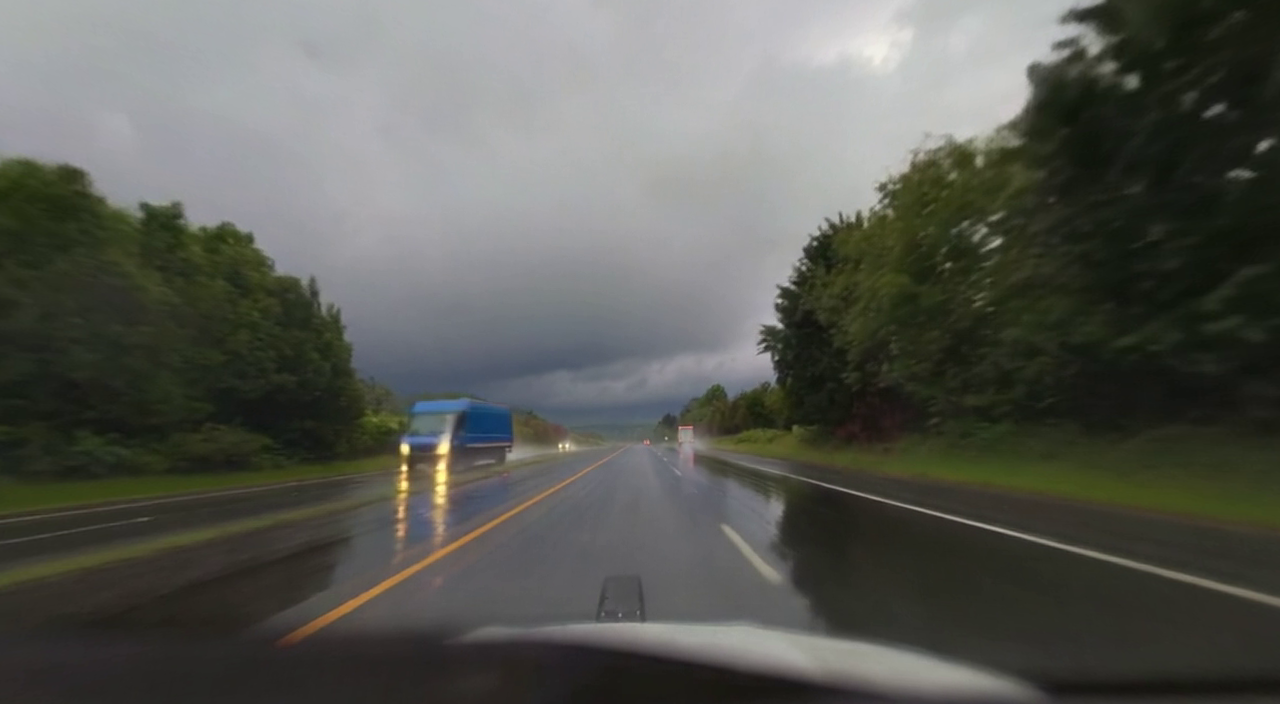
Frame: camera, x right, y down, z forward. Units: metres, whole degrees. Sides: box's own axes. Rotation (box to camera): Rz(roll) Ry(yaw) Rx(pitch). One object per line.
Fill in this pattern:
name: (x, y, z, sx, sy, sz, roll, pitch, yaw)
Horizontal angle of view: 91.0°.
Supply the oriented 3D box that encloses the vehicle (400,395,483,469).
vehicle: (-11.549, 4.763, 37.263, 3.033, 3.963, 5.845, 0, -8, -1)
